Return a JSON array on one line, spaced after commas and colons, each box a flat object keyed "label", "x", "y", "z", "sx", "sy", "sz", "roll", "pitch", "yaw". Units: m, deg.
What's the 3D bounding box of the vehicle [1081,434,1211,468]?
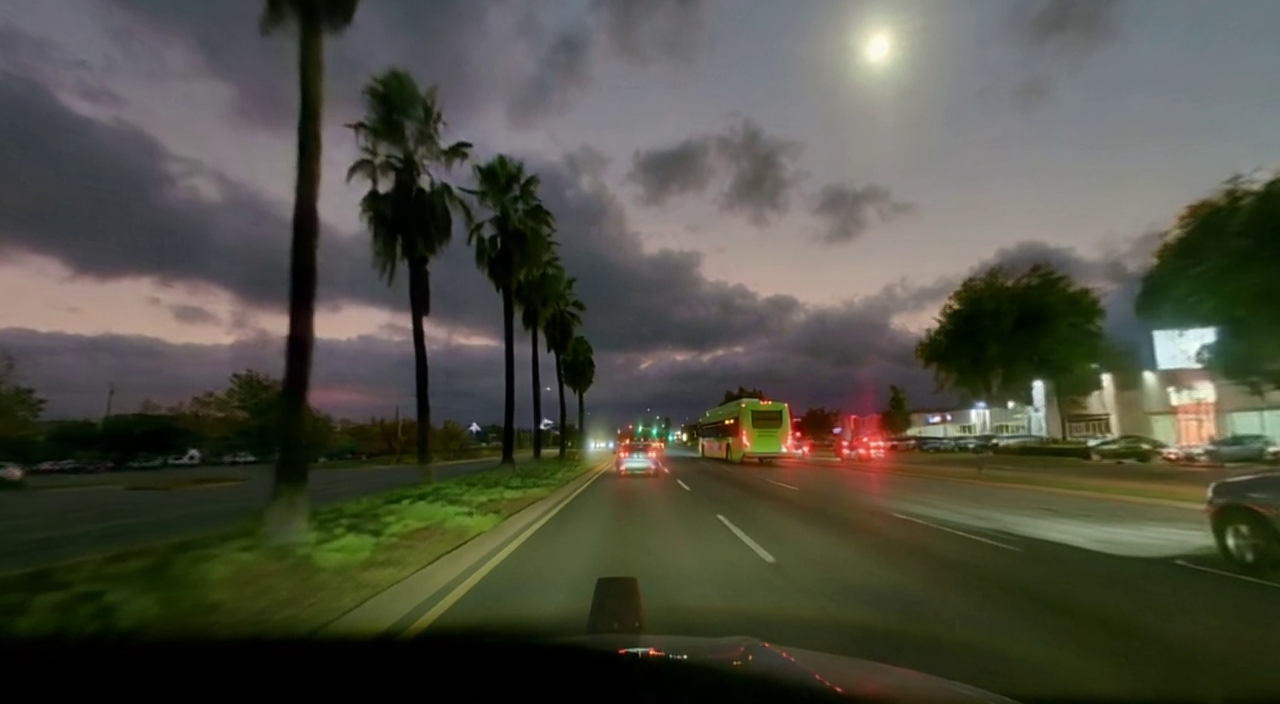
[{"label": "vehicle", "x": 23.047, "y": 4.525, "z": 28.901, "sx": 4.229, "sy": 1.428, "sz": 1.883, "roll": 0, "pitch": -9, "yaw": 1}]

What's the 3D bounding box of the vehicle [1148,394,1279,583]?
[{"label": "vehicle", "x": 6.734, "y": 1.116, "z": 4.946, "sx": 2.031, "sy": 1.670, "sz": 4.154, "roll": 0, "pitch": -9, "yaw": 1}]

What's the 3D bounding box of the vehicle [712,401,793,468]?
[{"label": "vehicle", "x": 6.236, "y": 4.898, "z": 36.842, "sx": 2.795, "sy": 3.383, "sz": 9.287, "roll": 0, "pitch": -9, "yaw": -1}]

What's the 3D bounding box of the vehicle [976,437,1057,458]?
[{"label": "vehicle", "x": 25.754, "y": 6.545, "z": 43.307, "sx": 4.319, "sy": 1.444, "sz": 1.888, "roll": 0, "pitch": -9, "yaw": -2}]

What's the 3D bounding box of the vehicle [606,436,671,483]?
[{"label": "vehicle", "x": -0.078, "y": 3.765, "z": 22.354, "sx": 2.065, "sy": 1.477, "sz": 4.306, "roll": 0, "pitch": -9, "yaw": -1}]
